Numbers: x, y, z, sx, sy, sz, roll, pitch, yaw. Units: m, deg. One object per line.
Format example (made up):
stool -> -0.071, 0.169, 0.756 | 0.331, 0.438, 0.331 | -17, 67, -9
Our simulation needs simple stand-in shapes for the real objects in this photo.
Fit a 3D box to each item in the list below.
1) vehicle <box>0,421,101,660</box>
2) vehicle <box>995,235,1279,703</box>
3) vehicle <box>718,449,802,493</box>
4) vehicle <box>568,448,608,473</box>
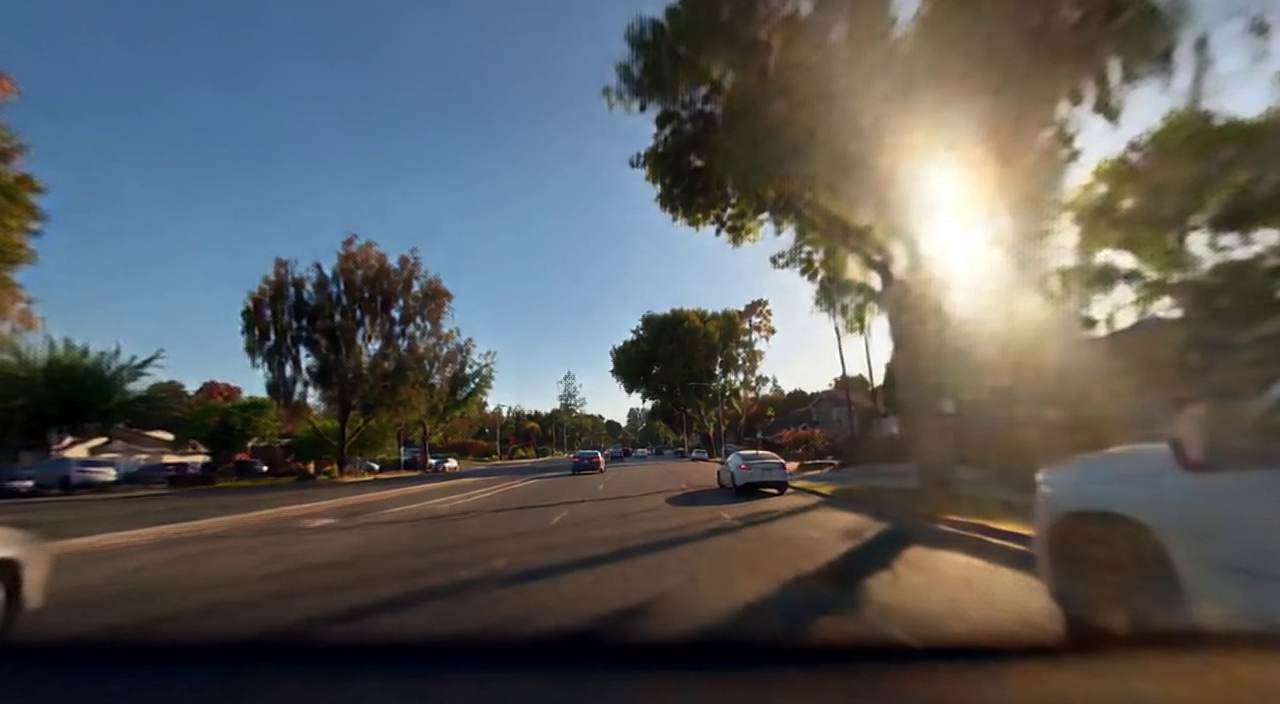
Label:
vehicle -> -4.998, 0.981, 2.544 | 2.094, 1.509, 4.286 | 1, -9, -5
vehicle -> 3.470, 0.435, 0.992 | 2.478, 2.030, 5.723 | 0, -9, 0
vehicle -> 4.282, 4.321, 23.436 | 2.149, 1.421, 4.805 | 0, -9, 0
vehicle -> -3.328, 7.073, 41.450 | 2.263, 1.548, 4.555 | 0, -9, 0
